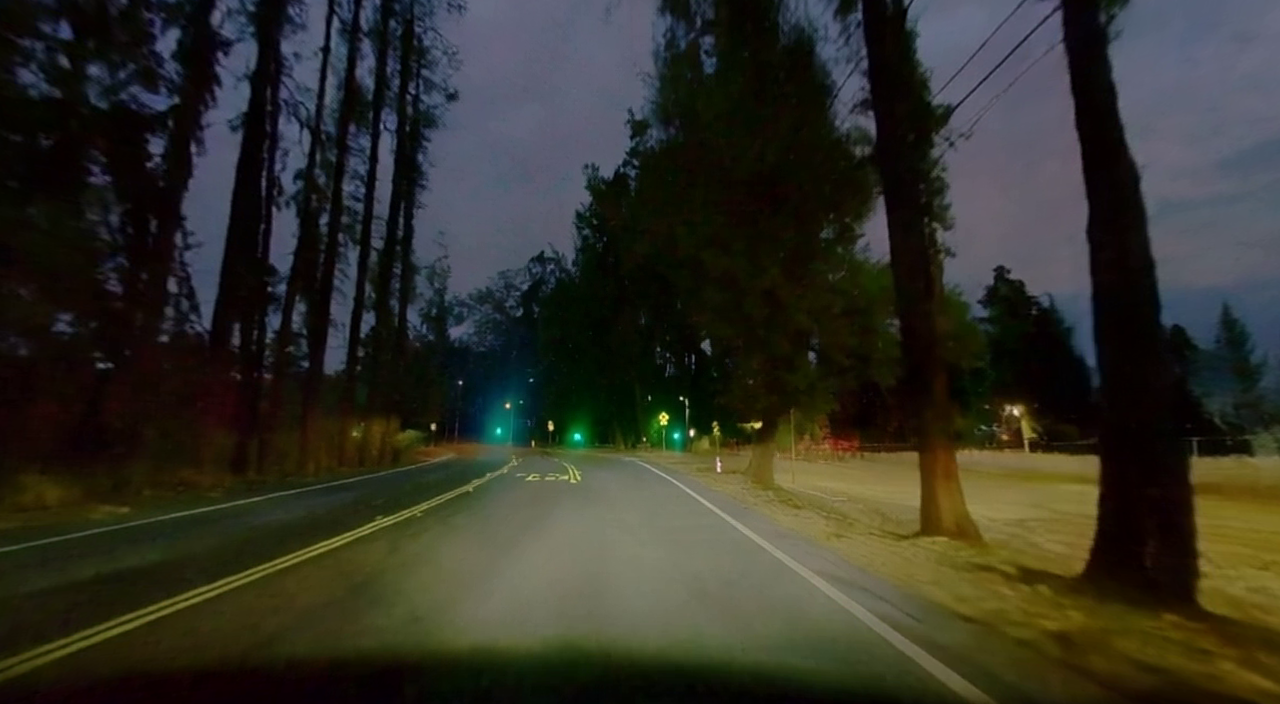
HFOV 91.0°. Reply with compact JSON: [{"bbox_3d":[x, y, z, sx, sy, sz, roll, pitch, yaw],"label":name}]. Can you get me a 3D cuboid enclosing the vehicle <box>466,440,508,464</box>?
[{"bbox_3d":[-10.726,7.028,44.390,2.129,1.590,4.616,0,-8,-4],"label":"vehicle"}]
